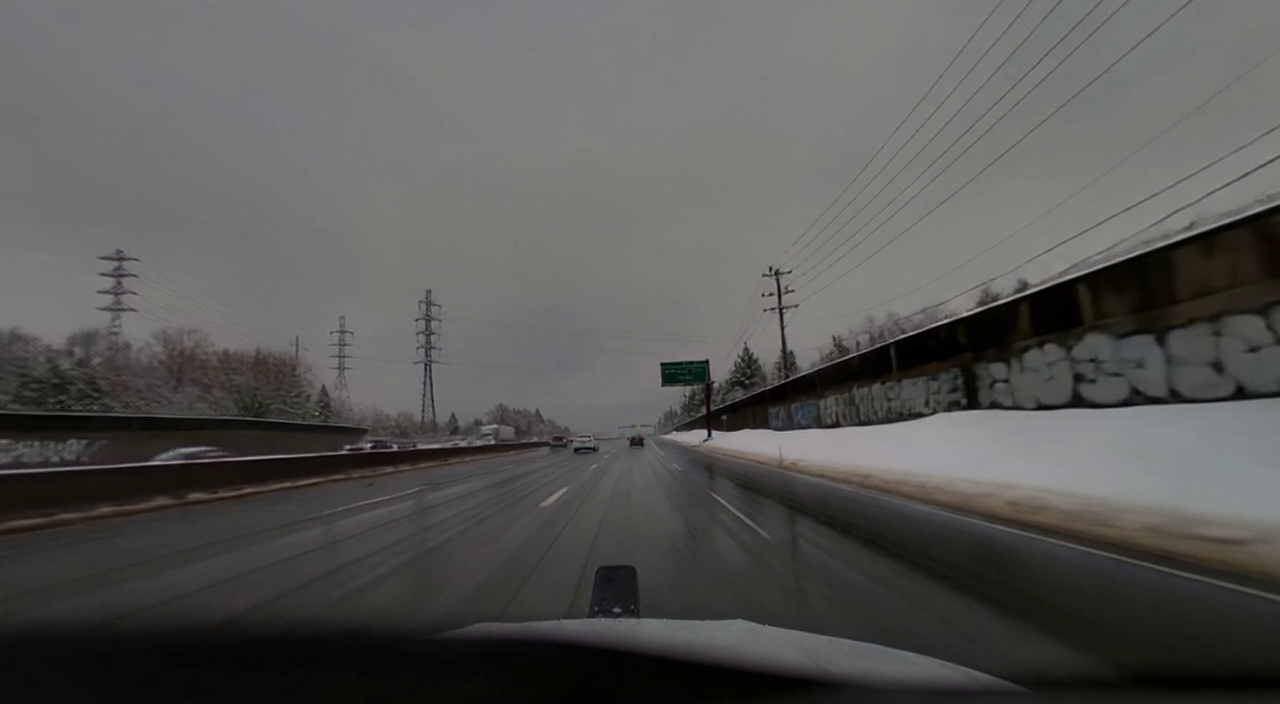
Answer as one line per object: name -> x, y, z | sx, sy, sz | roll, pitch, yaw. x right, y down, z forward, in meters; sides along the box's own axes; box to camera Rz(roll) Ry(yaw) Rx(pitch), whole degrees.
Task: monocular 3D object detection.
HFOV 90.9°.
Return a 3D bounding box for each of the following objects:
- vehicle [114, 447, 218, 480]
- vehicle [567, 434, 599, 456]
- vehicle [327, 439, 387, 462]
vehicle -> -23.126, 5.424, 30.988 | 1.765, 1.443, 4.311 | 0, -8, 0
vehicle -> -4.354, 7.152, 48.635 | 2.118, 1.640, 4.031 | 0, -8, 0
vehicle -> -19.248, 6.694, 43.097 | 2.104, 1.480, 4.366 | 0, -8, 0
